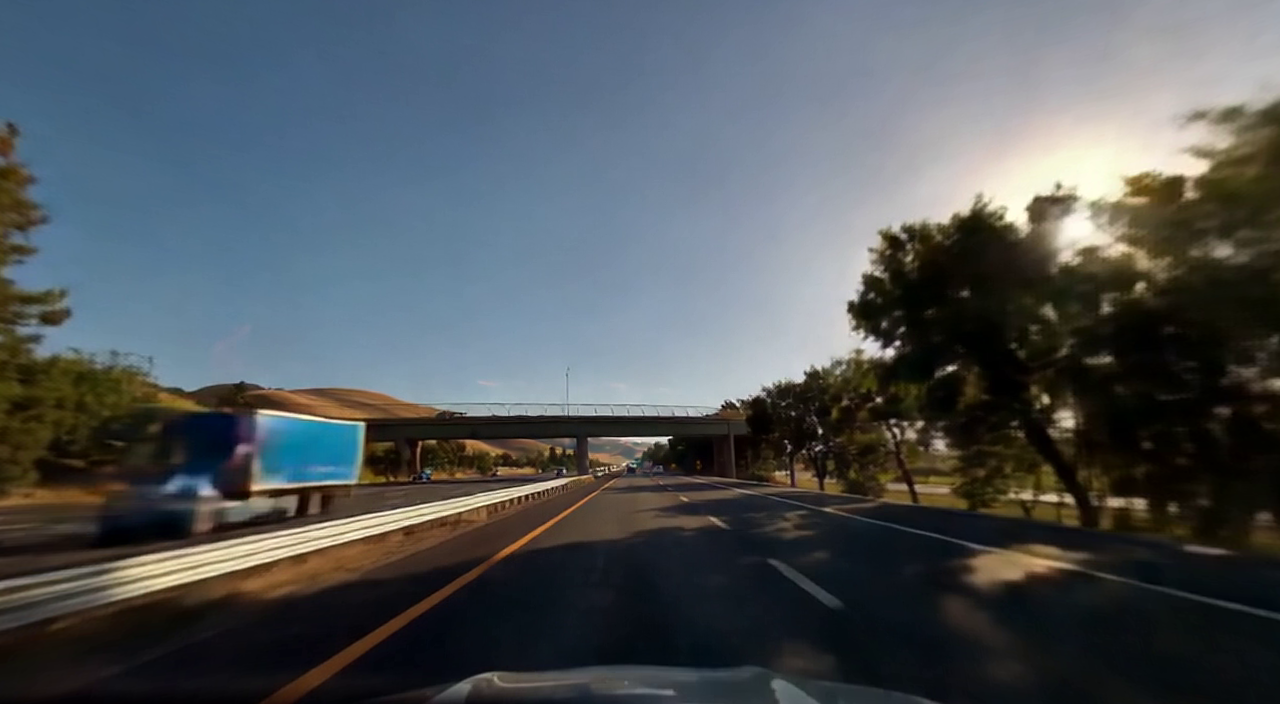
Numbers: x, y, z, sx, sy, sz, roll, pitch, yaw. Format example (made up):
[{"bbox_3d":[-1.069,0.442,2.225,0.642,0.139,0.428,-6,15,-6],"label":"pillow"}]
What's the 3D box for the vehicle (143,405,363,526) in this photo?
[{"bbox_3d":[-12.892,3.965,22.105,2.833,3.465,7.407,1,-10,0],"label":"vehicle"}]
